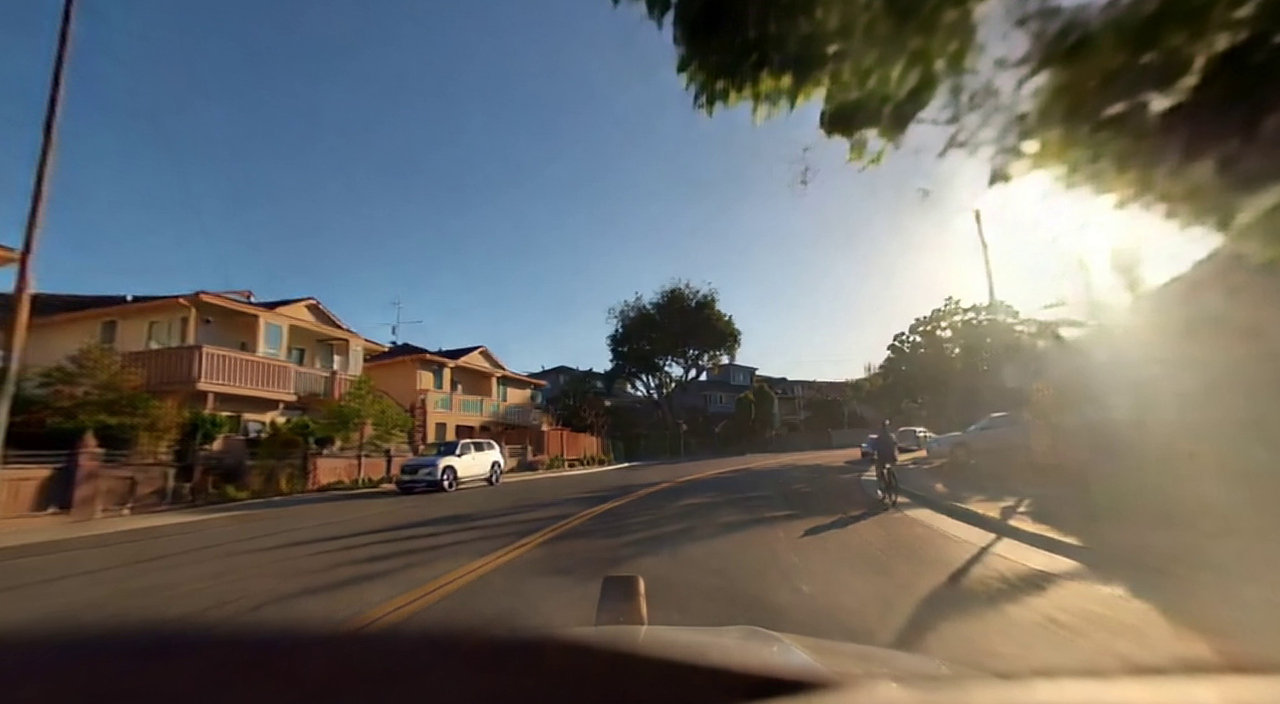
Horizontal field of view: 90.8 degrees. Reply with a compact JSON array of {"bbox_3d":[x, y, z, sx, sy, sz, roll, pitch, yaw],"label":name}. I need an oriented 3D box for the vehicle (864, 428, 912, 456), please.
[{"bbox_3d":[16.376,5.969,41.536,2.105,1.705,4.392,-5,-10,31],"label":"vehicle"}]

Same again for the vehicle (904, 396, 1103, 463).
[{"bbox_3d":[13.758,3.060,24.500,6.099,1.973,2.450,-7,-10,16],"label":"vehicle"}]

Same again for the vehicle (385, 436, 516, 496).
[{"bbox_3d":[-5.838,3.573,20.125,1.937,1.670,4.391,-2,-9,15],"label":"vehicle"}]
